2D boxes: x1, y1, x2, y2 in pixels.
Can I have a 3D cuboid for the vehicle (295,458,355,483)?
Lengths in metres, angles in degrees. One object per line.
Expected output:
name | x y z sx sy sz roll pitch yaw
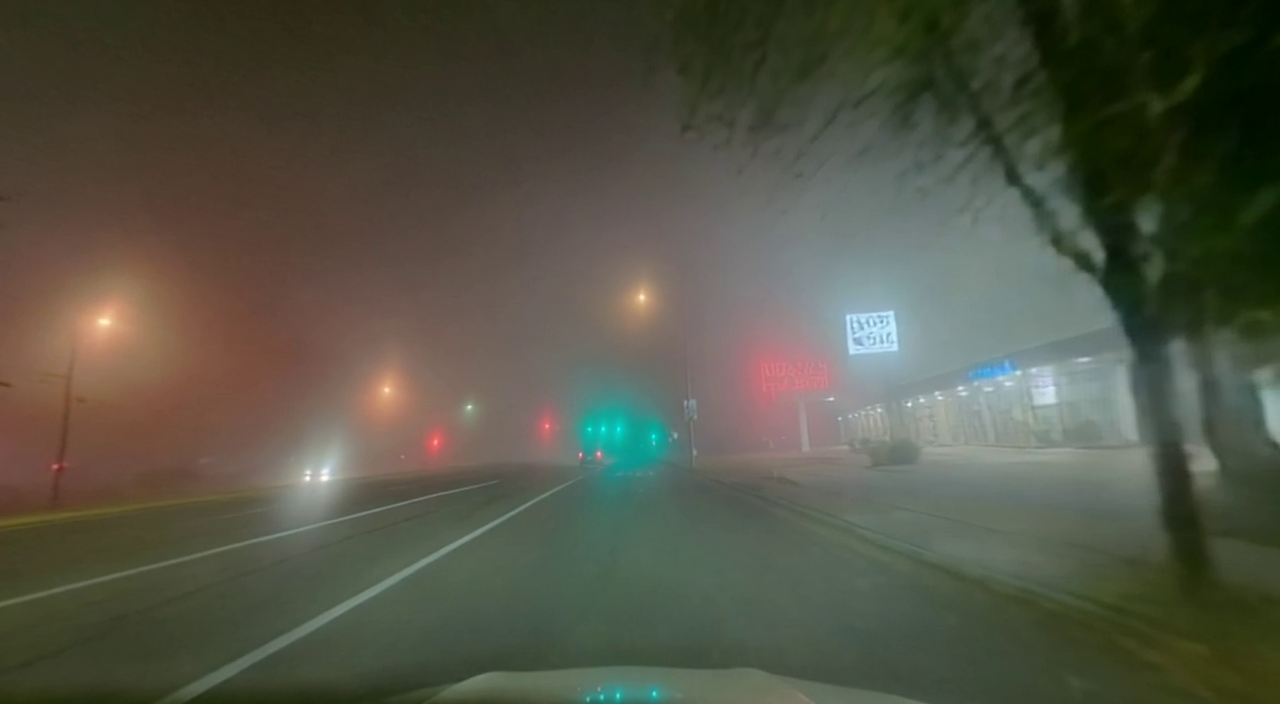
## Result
vehicle | -22.746 8.556 45.828 2.127 1.538 4.558 0 -8 -1
